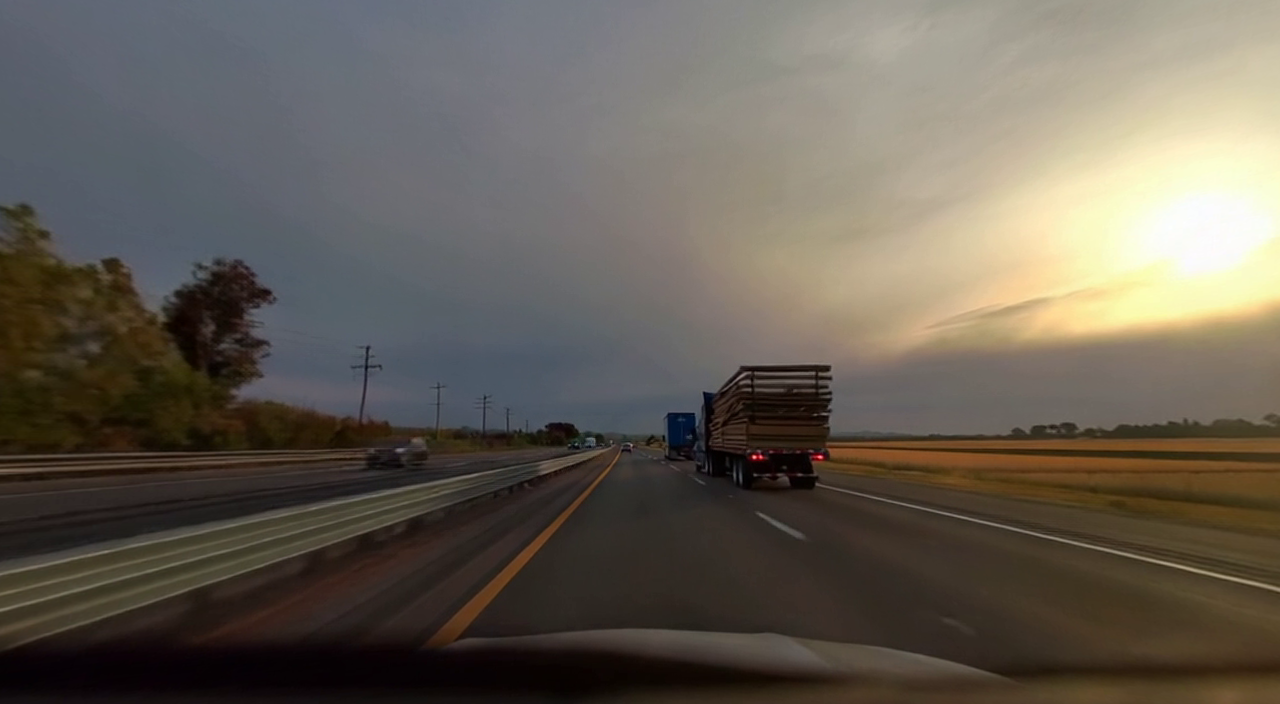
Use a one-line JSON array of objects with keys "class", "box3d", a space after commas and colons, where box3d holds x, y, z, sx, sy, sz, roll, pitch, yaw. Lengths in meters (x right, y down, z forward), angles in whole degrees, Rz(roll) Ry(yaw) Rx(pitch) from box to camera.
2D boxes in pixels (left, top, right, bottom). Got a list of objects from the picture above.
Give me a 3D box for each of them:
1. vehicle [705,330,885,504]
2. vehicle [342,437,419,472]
[{"class": "vehicle", "box3d": [4.330, 2.446, 21.634, 3.024, 4.065, 13.796, -1, -8, 2]}, {"class": "vehicle", "box3d": [-11.973, 4.747, 29.276, 1.852, 1.497, 3.992, 0, -8, 1]}]
